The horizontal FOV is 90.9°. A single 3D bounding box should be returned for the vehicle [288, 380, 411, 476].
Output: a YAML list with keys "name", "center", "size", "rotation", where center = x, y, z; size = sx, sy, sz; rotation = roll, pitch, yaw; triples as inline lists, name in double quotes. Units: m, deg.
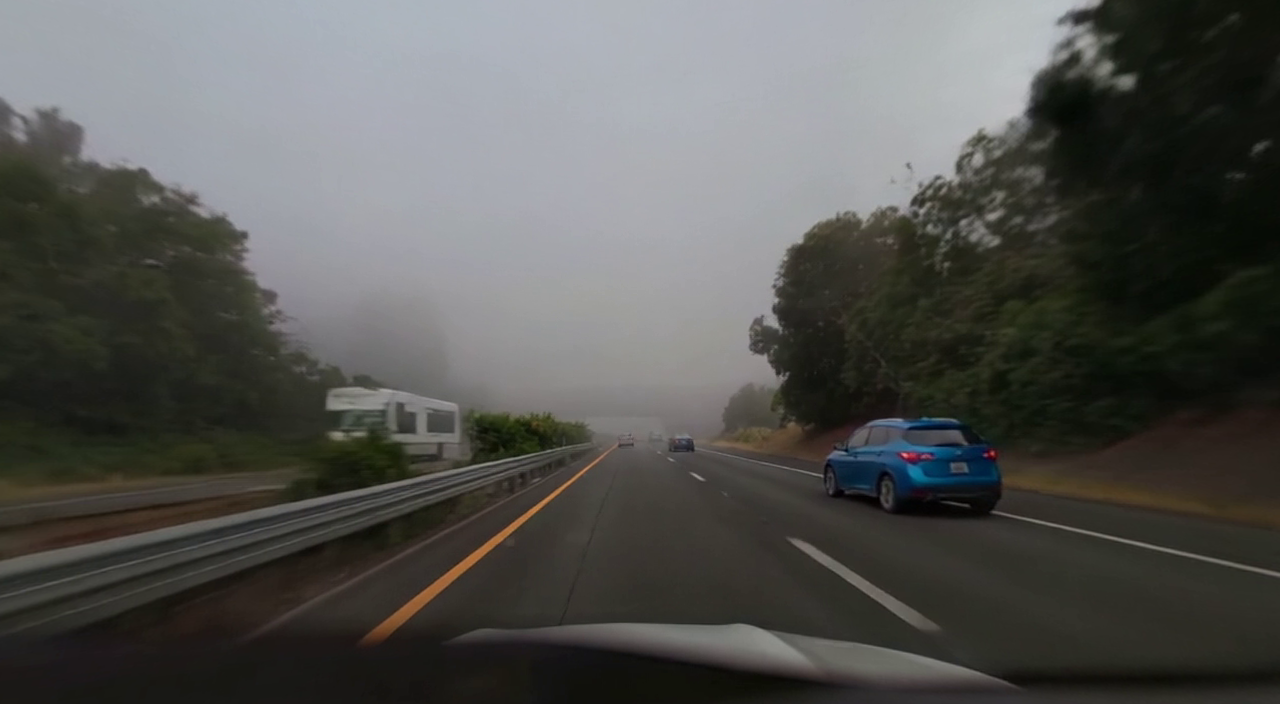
- name: "vehicle"
  center: [-13.291, 3.591, 29.531]
  size: [2.950, 4.010, 6.013]
  rotation: [0, -8, -2]

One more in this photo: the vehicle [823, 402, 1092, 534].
- name: "vehicle"
  center: [4.643, 1.751, 10.105]
  size: [2.073, 1.651, 4.065]
  rotation: [0, -8, -2]
